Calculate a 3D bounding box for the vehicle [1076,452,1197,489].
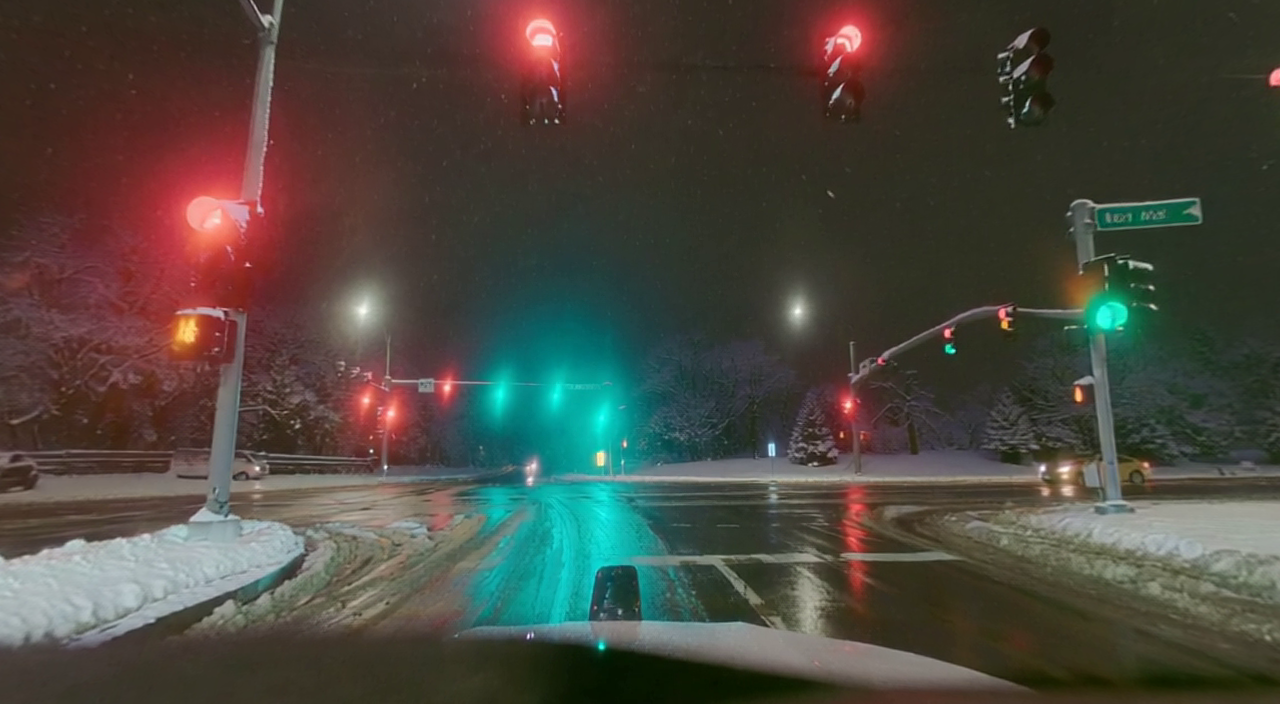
[{"bbox_3d":[22.889,5.466,29.132,3.998,1.590,1.936,1,-10,-6],"label":"vehicle"}]
